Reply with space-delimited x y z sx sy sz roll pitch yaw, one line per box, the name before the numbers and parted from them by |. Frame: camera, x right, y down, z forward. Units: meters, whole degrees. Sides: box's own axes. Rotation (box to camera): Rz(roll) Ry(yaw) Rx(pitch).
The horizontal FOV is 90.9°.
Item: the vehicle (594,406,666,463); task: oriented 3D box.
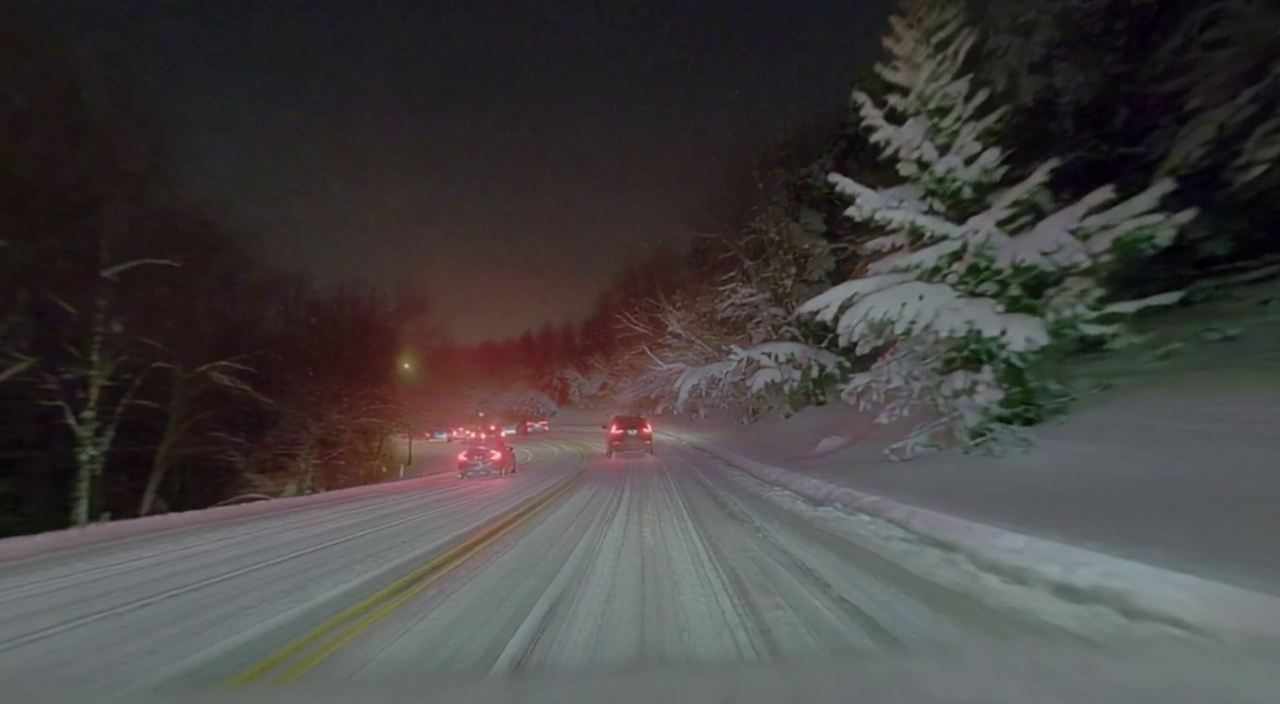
vehicle | -0.567 3.434 26.159 2.500 1.961 5.637 -3 -8 -5
